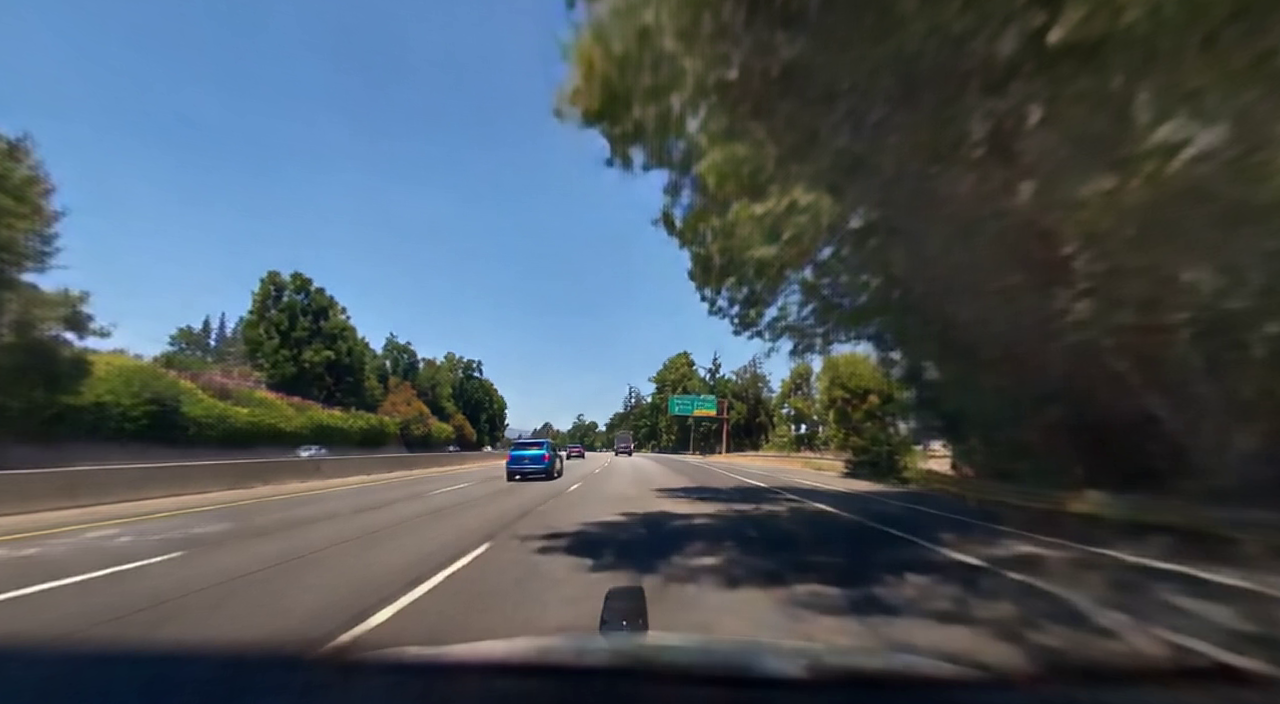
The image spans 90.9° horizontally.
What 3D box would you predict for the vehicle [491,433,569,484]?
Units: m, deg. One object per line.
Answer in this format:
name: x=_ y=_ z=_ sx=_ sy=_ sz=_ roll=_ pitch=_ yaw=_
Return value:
vehicle: x=-4.029 y=3.974 z=23.888 sx=2.162 sy=1.724 sz=4.537 roll=0 pitch=-8 yaw=0
